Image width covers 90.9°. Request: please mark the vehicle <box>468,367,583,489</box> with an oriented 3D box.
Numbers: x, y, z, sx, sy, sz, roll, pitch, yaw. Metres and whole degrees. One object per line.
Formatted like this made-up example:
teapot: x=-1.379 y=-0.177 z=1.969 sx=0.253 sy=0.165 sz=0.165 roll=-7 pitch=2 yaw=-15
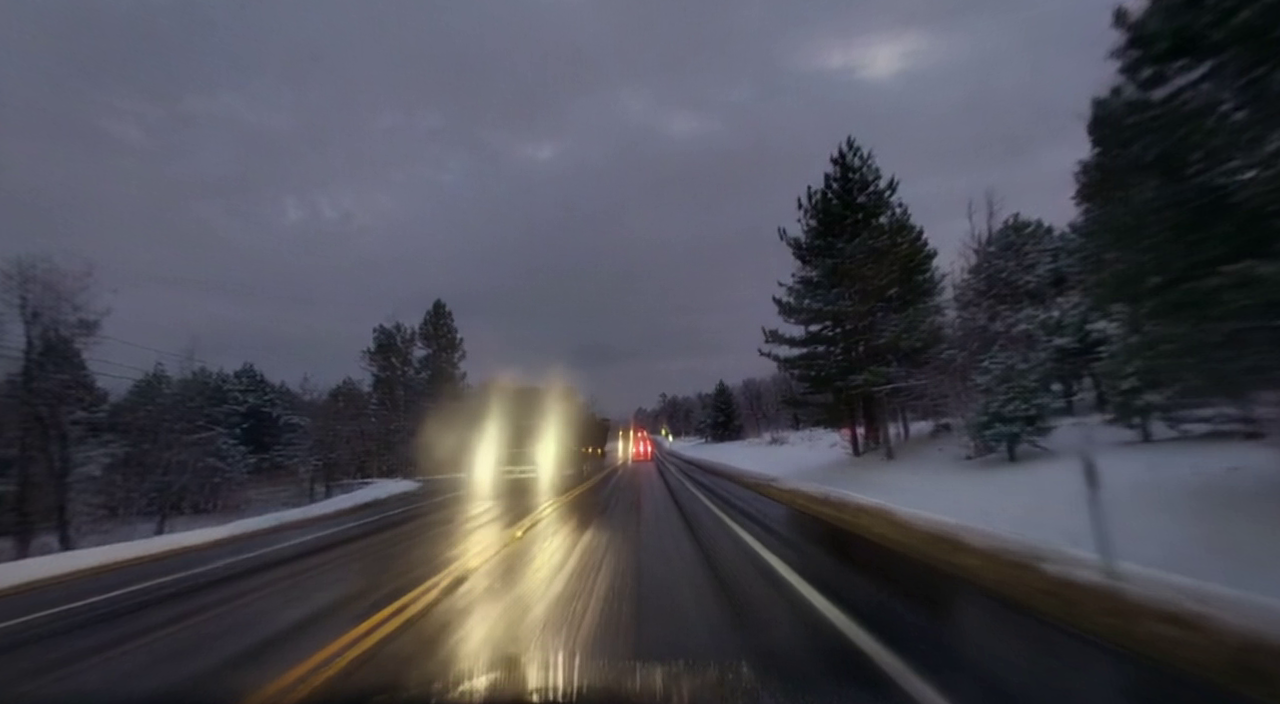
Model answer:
vehicle: x=-3.919 y=2.895 z=23.219 sx=3.025 sy=3.821 sz=6.232 roll=-1 pitch=-9 yaw=0
